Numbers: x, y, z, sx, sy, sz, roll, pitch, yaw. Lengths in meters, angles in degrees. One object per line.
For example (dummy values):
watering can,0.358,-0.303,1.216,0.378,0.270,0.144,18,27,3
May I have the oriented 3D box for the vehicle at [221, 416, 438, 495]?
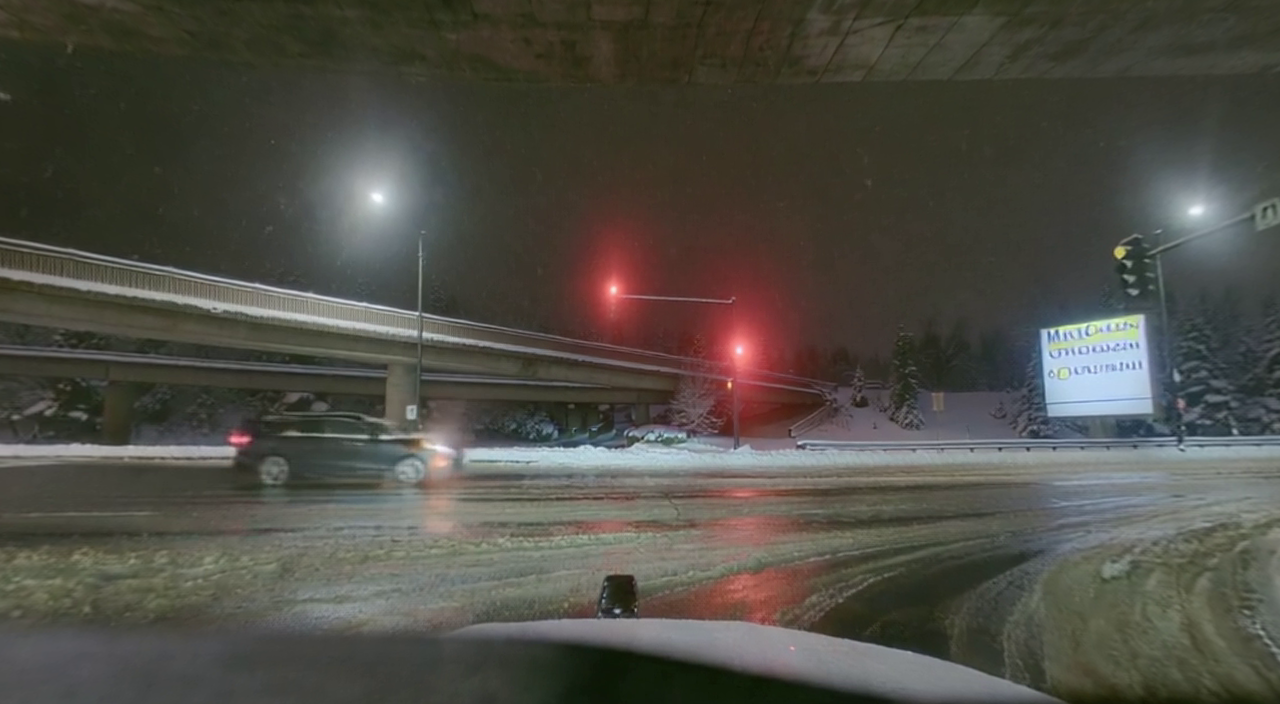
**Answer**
vehicle,-6.803,2.311,14.246,3.897,1.637,1.832,0,-8,-4
